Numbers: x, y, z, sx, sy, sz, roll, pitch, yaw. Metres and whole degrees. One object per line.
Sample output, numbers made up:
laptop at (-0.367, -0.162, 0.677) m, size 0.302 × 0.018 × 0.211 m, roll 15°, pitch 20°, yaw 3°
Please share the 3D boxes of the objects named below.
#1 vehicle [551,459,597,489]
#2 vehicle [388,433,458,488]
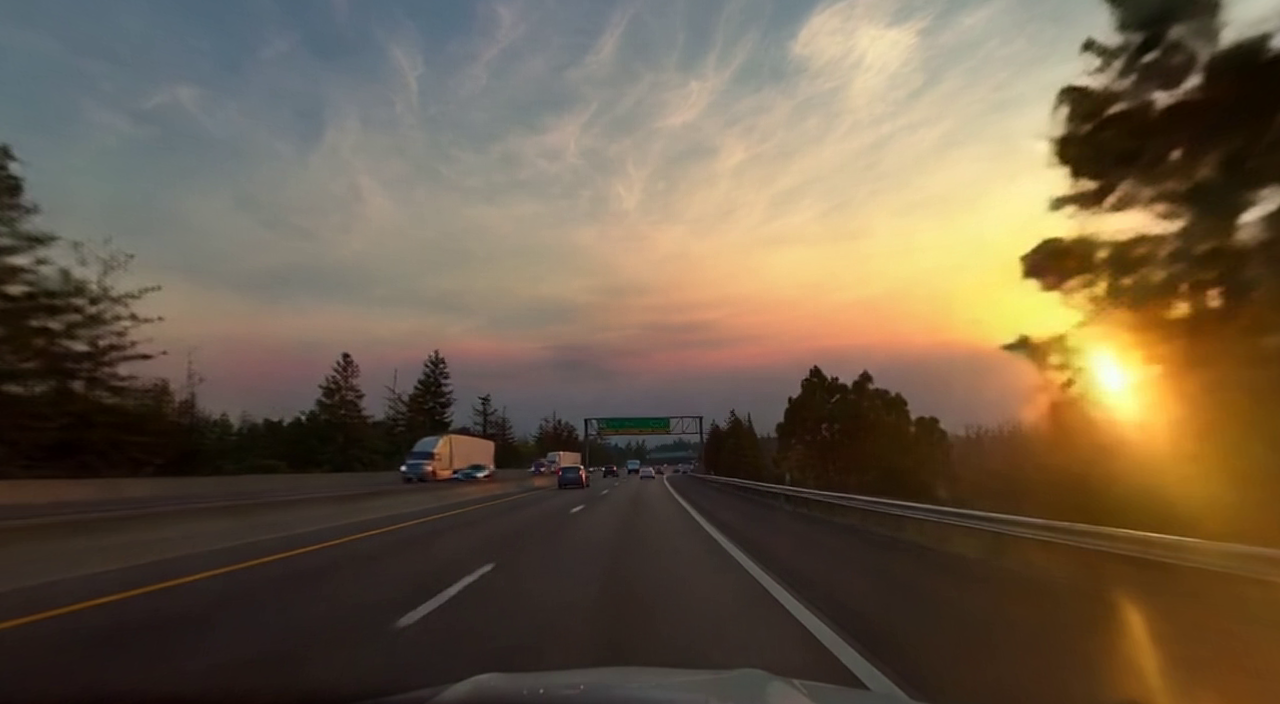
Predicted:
vehicle at (-4.041, 7.629, 39.371) m, size 2.160 × 1.721 × 4.368 m, roll 0°, pitch -11°, yaw 2°
vehicle at (-16.703, 8.444, 48.914) m, size 3.027 × 3.952 × 5.790 m, roll 1°, pitch -11°, yaw 2°
